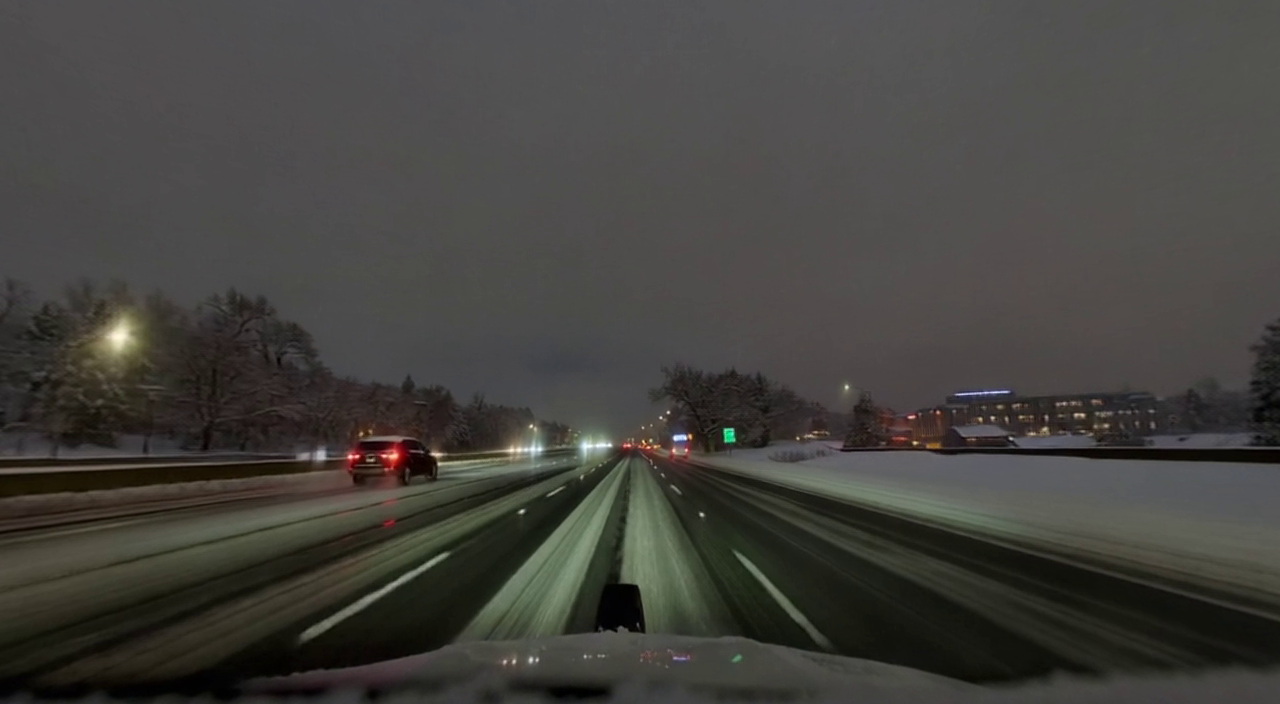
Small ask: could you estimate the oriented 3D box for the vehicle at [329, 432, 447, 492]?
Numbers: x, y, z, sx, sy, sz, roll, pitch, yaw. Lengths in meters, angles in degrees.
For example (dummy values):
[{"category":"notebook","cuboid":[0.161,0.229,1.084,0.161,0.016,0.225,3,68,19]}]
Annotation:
[{"category":"vehicle","cuboid":[-8.052,3.559,20.714,2.089,1.724,4.327,0,-9,-1]}]
